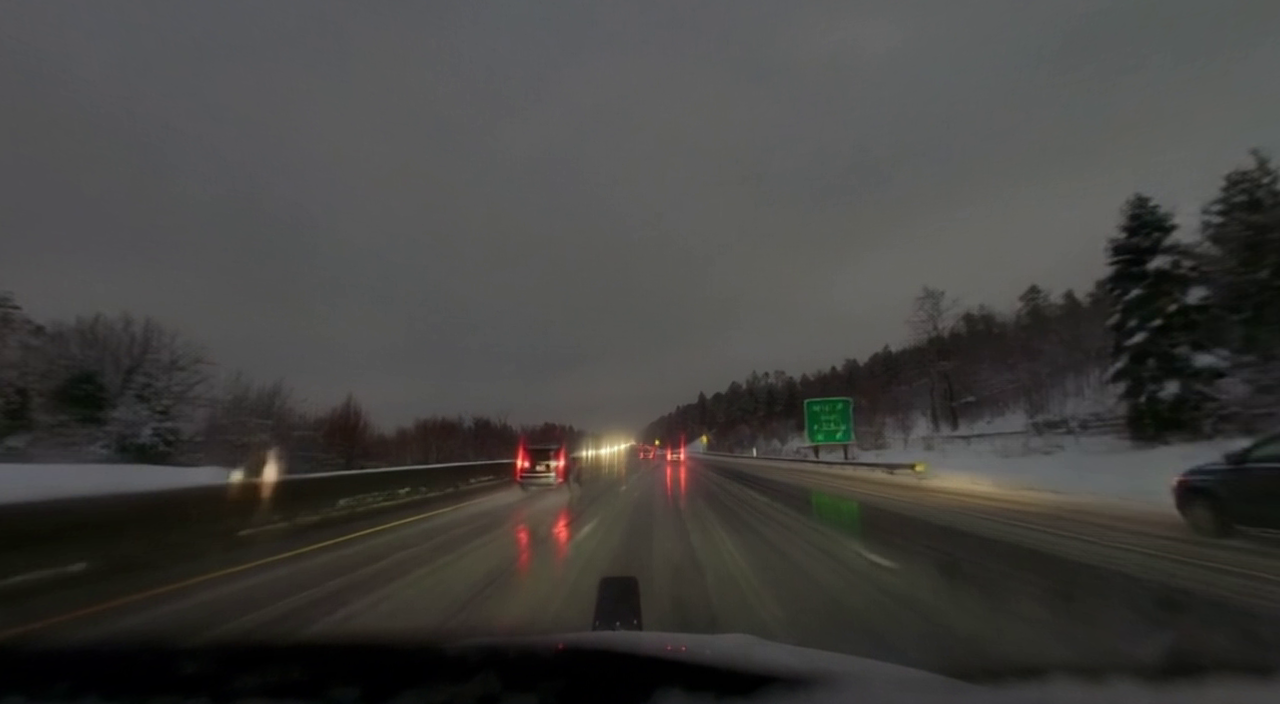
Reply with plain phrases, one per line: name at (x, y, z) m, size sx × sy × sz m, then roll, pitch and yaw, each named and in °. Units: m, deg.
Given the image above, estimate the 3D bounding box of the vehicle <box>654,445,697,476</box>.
vehicle at (2.025, 5.978, 34.685) m, size 1.969 × 1.595 × 3.964 m, roll -2°, pitch -9°, yaw 9°

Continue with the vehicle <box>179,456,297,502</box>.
vehicle at (-15.395, 4.854, 24.329) m, size 1.883 × 1.560 × 4.194 m, roll 0°, pitch -9°, yaw -2°

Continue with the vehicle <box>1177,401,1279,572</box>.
vehicle at (7.266, 1.180, 5.227) m, size 2.143 × 1.667 × 4.221 m, roll -2°, pitch -9°, yaw 8°

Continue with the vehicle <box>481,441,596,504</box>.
vehicle at (-2.775, 3.419, 18.272) m, size 2.084 × 1.594 × 4.219 m, roll -2°, pitch -9°, yaw 9°
